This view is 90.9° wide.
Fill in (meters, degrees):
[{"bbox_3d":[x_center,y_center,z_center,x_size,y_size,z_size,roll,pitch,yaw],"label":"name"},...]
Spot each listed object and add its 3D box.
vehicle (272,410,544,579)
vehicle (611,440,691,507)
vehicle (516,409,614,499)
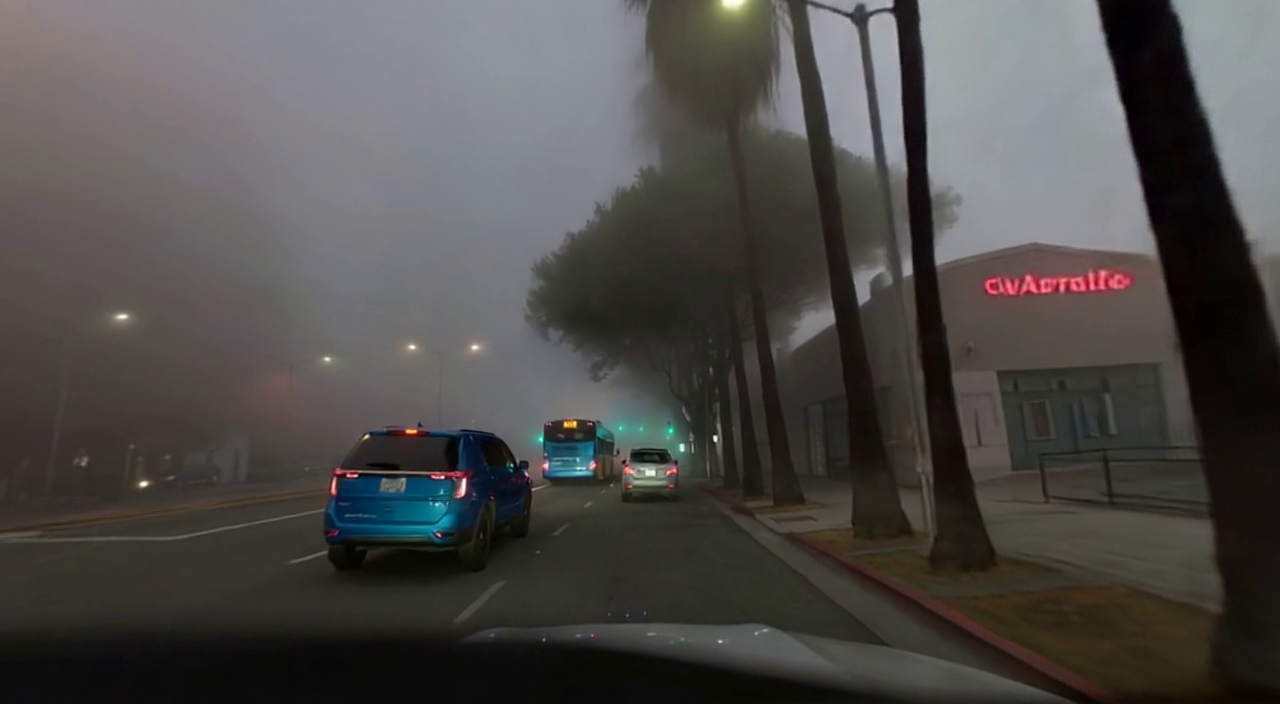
[{"bbox_3d":[-2.896,1.938,9.266,2.124,1.799,4.587,1,-9,1],"label":"vehicle"},{"bbox_3d":[0.311,3.588,18.889,2.120,1.727,3.917,1,-9,0],"label":"vehicle"},{"bbox_3d":[-2.768,4.211,25.979,2.775,3.064,8.297,1,-9,1],"label":"vehicle"}]
